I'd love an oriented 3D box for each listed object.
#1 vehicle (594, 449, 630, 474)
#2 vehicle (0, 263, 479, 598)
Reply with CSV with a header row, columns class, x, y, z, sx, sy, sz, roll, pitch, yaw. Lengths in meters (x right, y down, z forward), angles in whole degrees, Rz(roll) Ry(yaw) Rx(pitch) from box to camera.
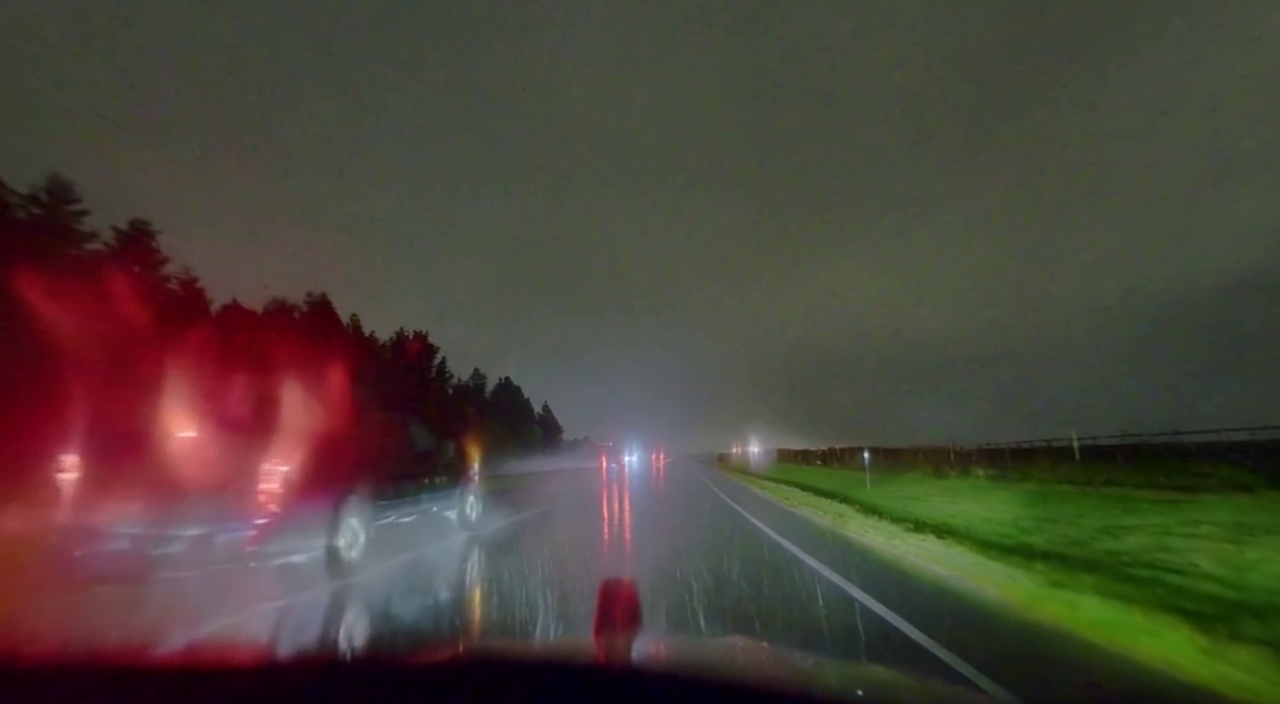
class,x,y,z,sx,sy,sz,roll,pitch,yaw
vehicle,-1.962,7.812,44.943,2.106,1.679,3.908,-1,-9,5
vehicle,-5.398,1.332,10.228,2.757,3.370,7.606,-1,-9,6
